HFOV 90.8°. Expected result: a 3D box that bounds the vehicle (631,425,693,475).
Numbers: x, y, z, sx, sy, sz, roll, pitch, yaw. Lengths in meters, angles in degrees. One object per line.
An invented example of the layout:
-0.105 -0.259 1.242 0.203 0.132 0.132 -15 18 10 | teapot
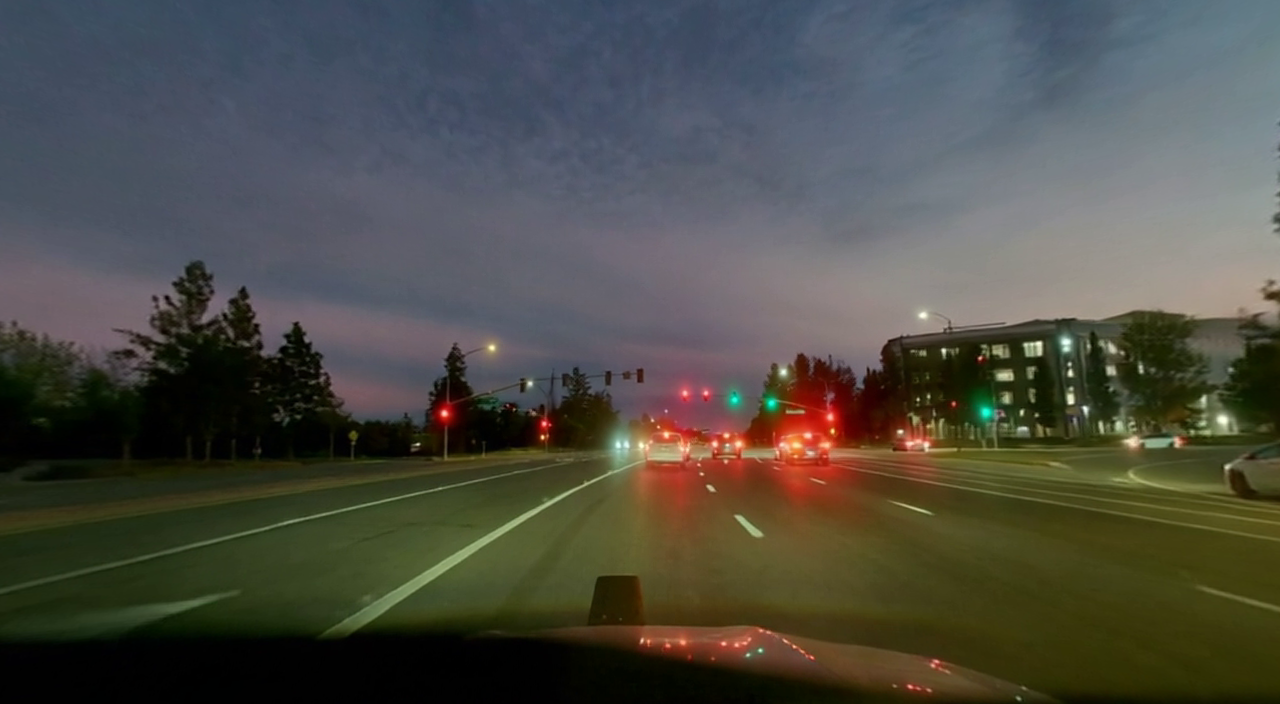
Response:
0.925 3.883 24.988 2.211 1.795 4.179 -1 -9 4 | vehicle

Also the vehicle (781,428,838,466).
8.731 4.974 32.948 2.074 1.791 4.393 -1 -9 5 | vehicle

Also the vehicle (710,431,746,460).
5.809 6.192 41.590 2.188 1.774 4.646 -1 -9 8 | vehicle
